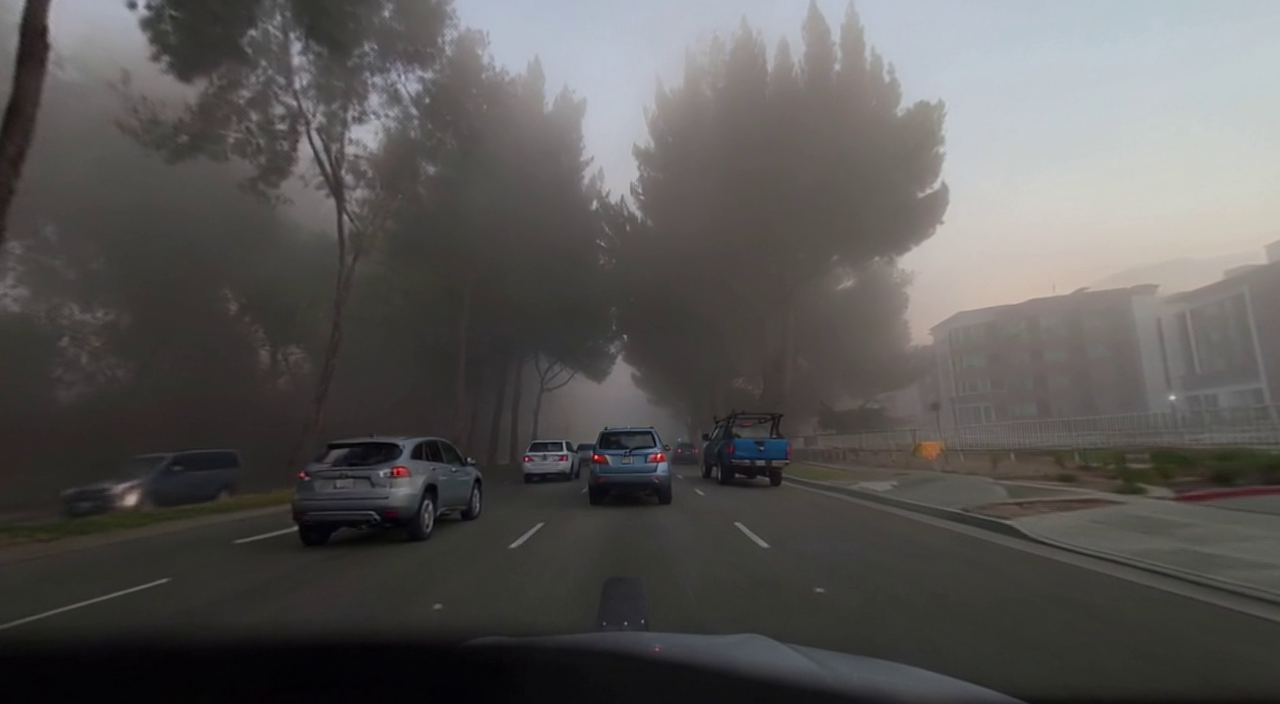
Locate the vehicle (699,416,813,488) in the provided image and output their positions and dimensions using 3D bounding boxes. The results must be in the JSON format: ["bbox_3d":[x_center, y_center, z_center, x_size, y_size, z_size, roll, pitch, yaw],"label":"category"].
[{"bbox_3d":[3.624,3.312,21.189,2.655,2.054,6.098,0,-8,0],"label":"vehicle"}]

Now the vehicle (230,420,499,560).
[{"bbox_3d":[-3.756,1.959,9.777,1.959,1.614,4.676,0,-8,1],"label":"vehicle"}]

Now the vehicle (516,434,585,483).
[{"bbox_3d":[-3.237,3.929,23.527,1.894,1.642,3.861,0,-8,1],"label":"vehicle"}]

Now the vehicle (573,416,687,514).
[{"bbox_3d":[-0.155,2.370,13.638,2.075,1.770,4.018,0,-8,1],"label":"vehicle"}]
